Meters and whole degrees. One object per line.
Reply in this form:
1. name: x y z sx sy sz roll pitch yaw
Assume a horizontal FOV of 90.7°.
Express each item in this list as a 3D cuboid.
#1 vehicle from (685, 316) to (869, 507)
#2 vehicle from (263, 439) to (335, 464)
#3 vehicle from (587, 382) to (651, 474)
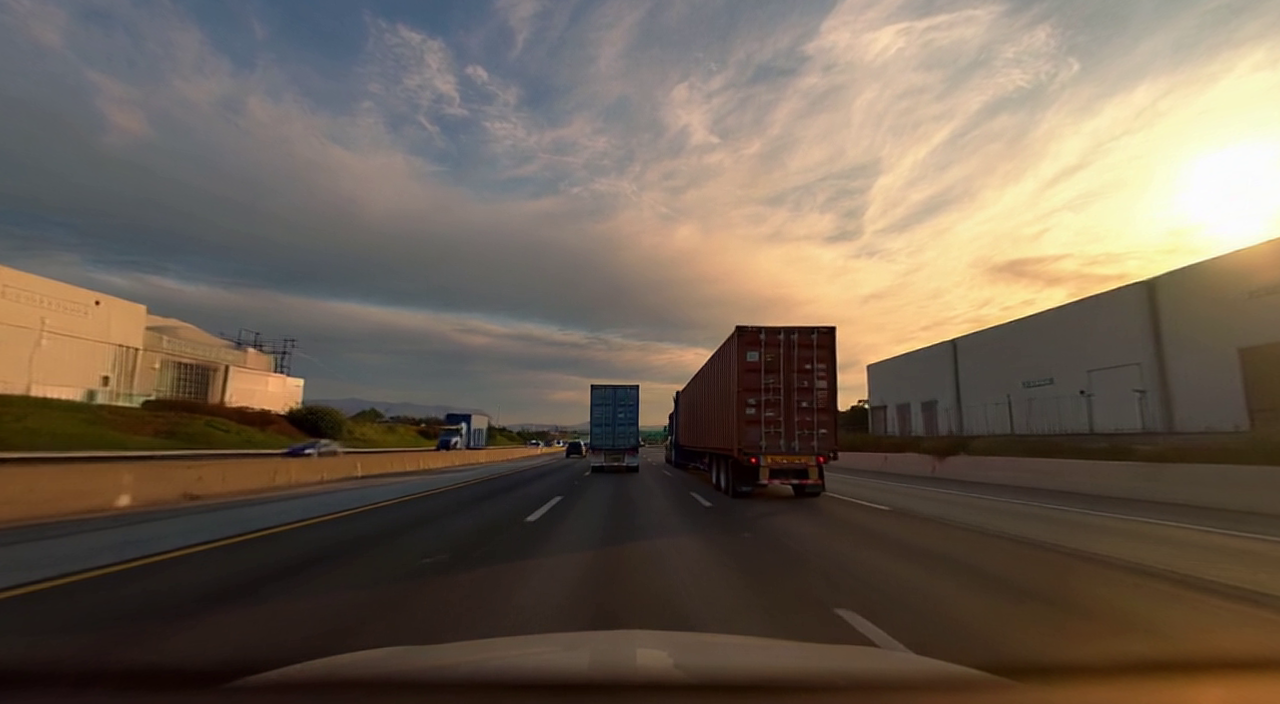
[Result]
1. vehicle: 3.363 2.170 19.898 2.803 4.072 12.744 0 -9 0
2. vehicle: -21.163 6.198 39.519 2.014 1.475 4.687 0 -9 -2
3. vehicle: -0.936 4.296 34.440 2.841 4.071 12.046 0 -9 0
